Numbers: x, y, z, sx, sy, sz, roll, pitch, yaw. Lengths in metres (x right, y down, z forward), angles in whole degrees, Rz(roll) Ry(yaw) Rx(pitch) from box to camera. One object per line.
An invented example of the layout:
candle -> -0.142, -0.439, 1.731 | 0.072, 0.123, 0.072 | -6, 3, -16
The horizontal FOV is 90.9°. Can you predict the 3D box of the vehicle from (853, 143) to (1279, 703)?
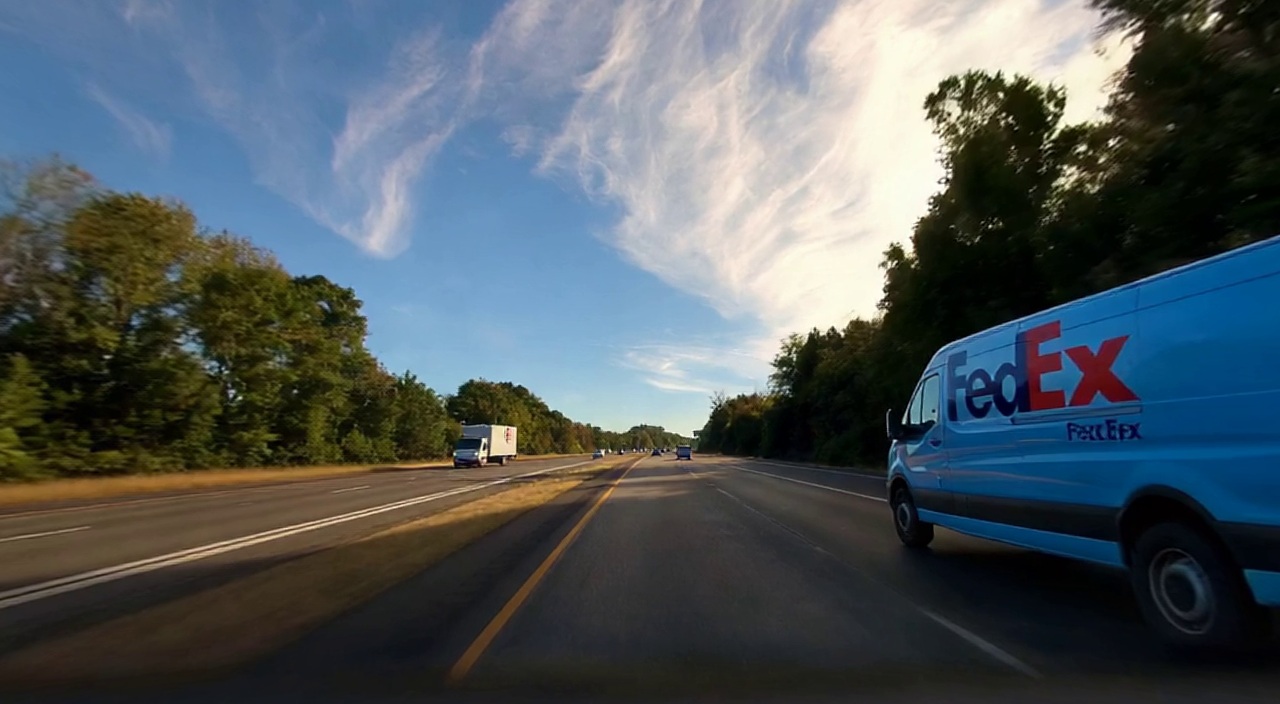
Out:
vehicle -> 3.885, 0.736, 4.532 | 2.522, 2.556, 6.180 | 0, -9, 0
